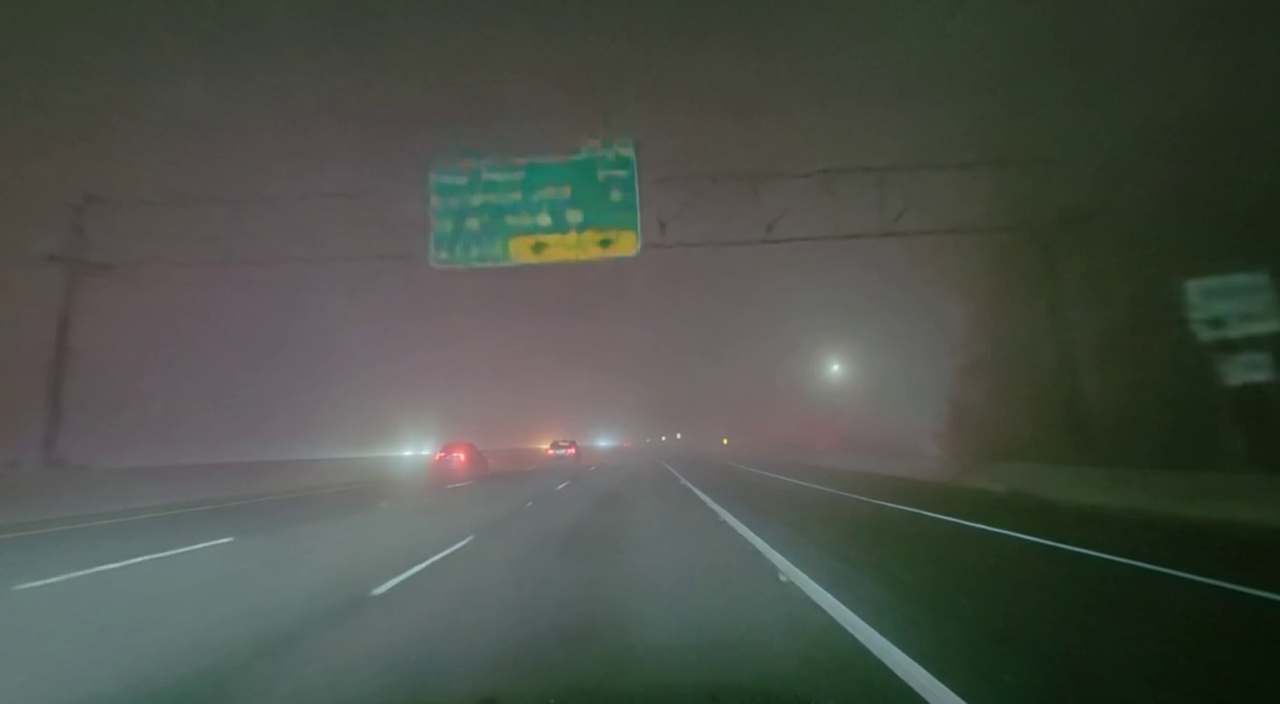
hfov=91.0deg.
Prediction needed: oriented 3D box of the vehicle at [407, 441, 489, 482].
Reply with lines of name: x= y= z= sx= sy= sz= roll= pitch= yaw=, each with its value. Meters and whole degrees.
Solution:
vehicle: x=-7.900 y=4.514 z=26.383 sx=1.924 sy=1.519 sz=4.791 roll=0 pitch=-8 yaw=0

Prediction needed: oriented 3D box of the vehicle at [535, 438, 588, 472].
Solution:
vehicle: x=-4.122 y=5.454 z=33.791 sx=2.200 sy=1.662 sz=5.091 roll=0 pitch=-8 yaw=0
